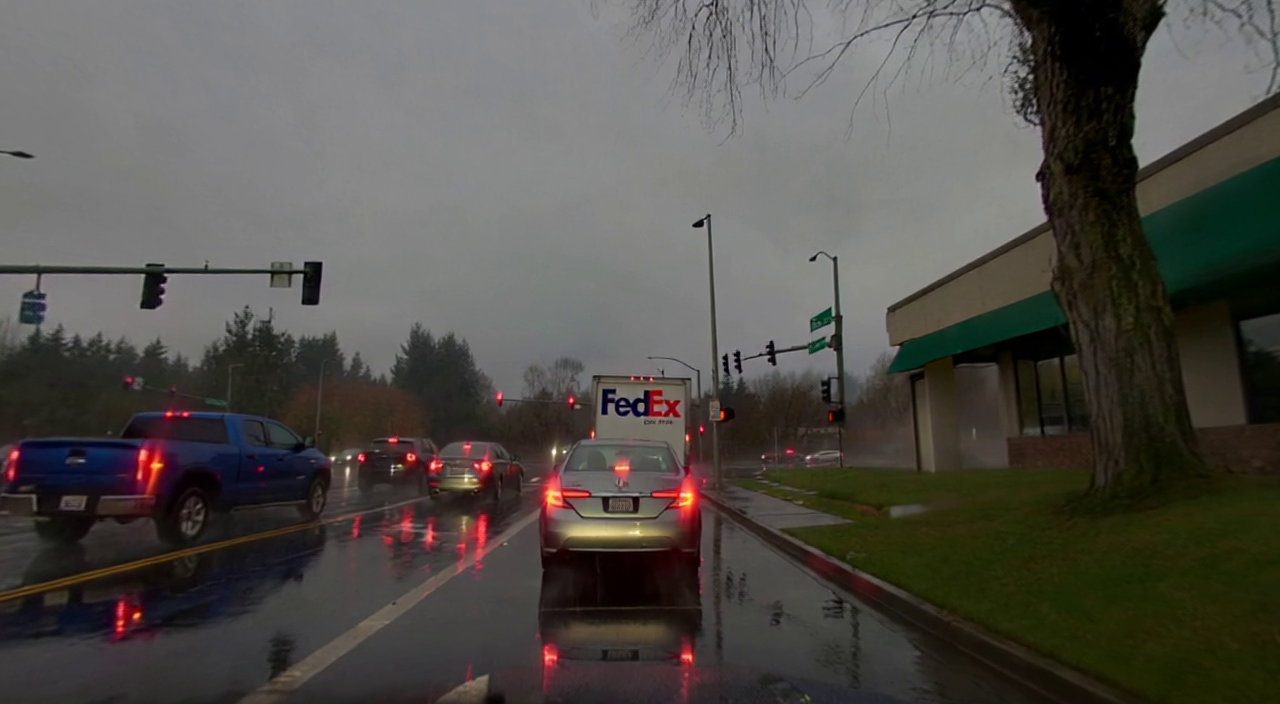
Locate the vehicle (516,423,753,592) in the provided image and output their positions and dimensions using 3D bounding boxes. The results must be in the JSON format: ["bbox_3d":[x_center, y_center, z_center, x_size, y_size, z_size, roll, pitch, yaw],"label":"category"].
[{"bbox_3d":[-0.047,1.738,7.909,2.145,1.513,4.269,0,-9,0],"label":"vehicle"}]

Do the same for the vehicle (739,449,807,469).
[{"bbox_3d":[10.274,8.284,48.669,4.841,1.494,1.829,1,-9,-5],"label":"vehicle"}]

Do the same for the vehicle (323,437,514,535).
[{"bbox_3d":[-3.874,2.398,11.941,1.949,1.487,4.390,0,-9,1],"label":"vehicle"}]

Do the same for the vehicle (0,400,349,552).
[{"bbox_3d":[-7.291,1.977,10.736,2.125,1.893,5.498,0,-9,-2],"label":"vehicle"}]
